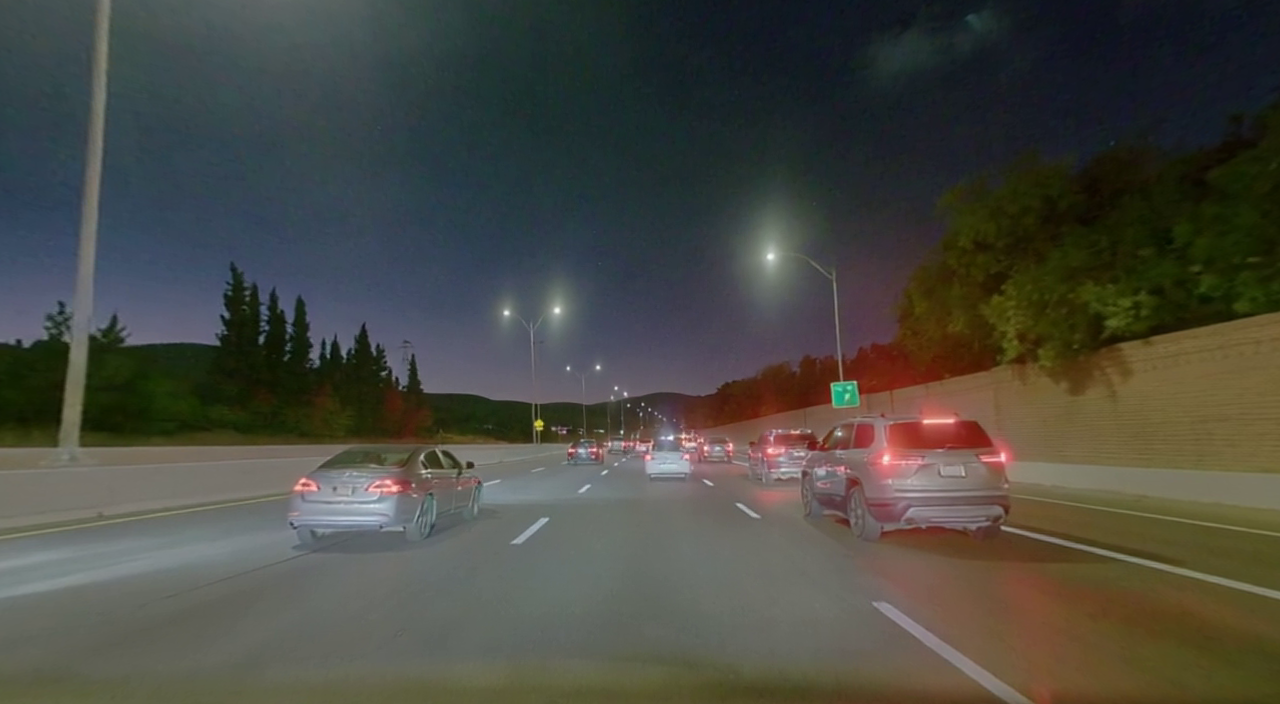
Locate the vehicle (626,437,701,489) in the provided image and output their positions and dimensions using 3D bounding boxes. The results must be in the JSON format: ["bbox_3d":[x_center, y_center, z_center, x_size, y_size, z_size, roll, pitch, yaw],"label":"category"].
[{"bbox_3d":[0.686,3.422,19.807,2.105,1.471,3.978,0,-8,0],"label":"vehicle"}]

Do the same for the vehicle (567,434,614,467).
[{"bbox_3d":[-2.802,5.787,37.073,2.154,1.793,4.736,0,-8,3],"label":"vehicle"}]

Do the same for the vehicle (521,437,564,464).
[{"bbox_3d":[-6.738,6.891,44.277,2.055,1.751,4.825,0,-8,2],"label":"vehicle"}]

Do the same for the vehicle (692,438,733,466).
[{"bbox_3d":[4.112,5.715,36.356,1.855,1.513,3.915,0,-8,0],"label":"vehicle"}]

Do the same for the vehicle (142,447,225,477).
[{"bbox_3d":[-28.941,6.949,40.160,1.840,1.725,4.605,0,-8,0],"label":"vehicle"}]

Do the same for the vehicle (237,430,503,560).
[{"bbox_3d":[-3.538,1.938,9.369,1.961,1.456,4.362,0,-8,1],"label":"vehicle"}]

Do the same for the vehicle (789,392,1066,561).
[{"bbox_3d":[3.656,1.662,9.105,1.930,1.831,4.344,0,-8,0],"label":"vehicle"}]
